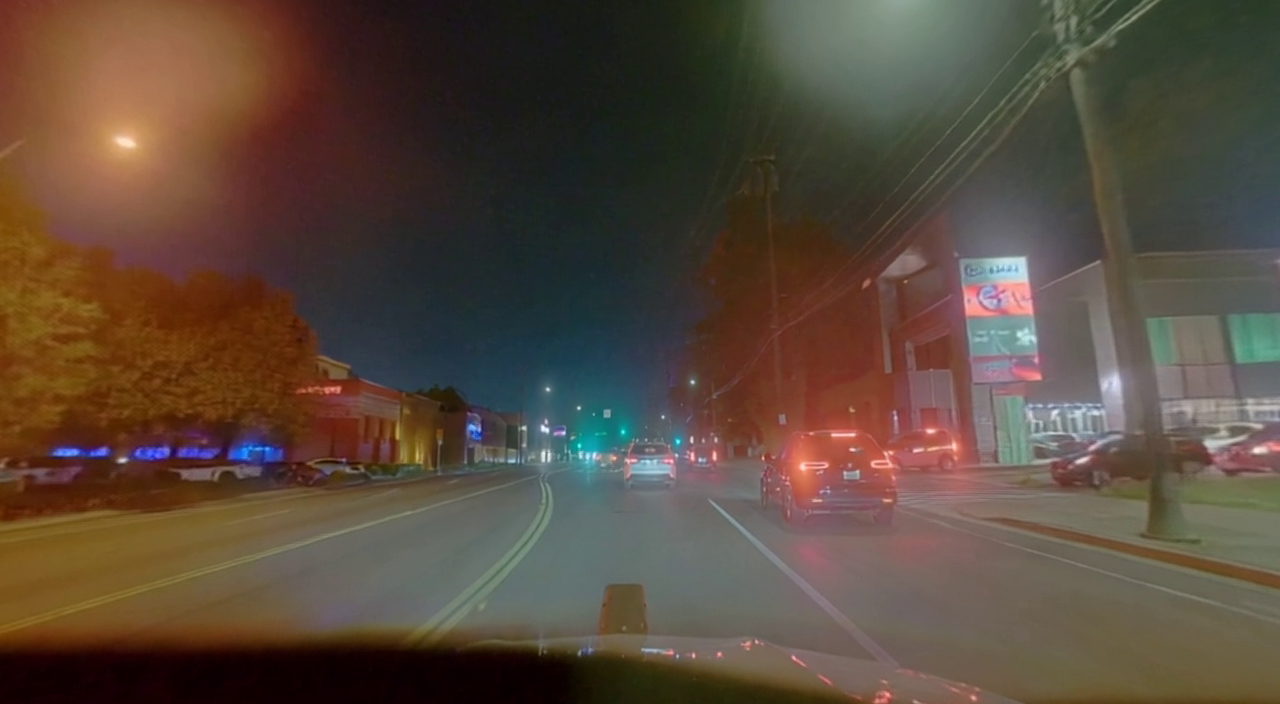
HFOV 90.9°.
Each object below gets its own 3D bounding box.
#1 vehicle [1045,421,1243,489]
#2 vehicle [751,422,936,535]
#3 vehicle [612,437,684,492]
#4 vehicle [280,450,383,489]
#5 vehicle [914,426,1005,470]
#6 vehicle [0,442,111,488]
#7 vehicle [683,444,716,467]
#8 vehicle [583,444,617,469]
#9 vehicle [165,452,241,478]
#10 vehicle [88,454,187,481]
[{"bbox_3d":[13.425,2.777,17.227,1.899,1.602,4.297,-1,-9,2],"label":"vehicle"},{"bbox_3d":[3.536,2.287,12.014,2.024,1.711,4.512,0,-9,0],"label":"vehicle"},{"bbox_3d":[0.268,3.727,21.284,2.200,1.653,4.127,0,-9,1],"label":"vehicle"},{"bbox_3d":[-13.642,5.187,27.810,4.290,1.510,2.006,-8,-11,30],"label":"vehicle"},{"bbox_3d":[14.440,4.369,28.818,2.146,1.837,4.512,-1,-9,6],"label":"vehicle"},{"bbox_3d":[-23.485,4.274,24.037,4.739,1.635,2.030,0,-8,1],"label":"vehicle"},{"bbox_3d":[4.171,7.263,44.438,1.880,1.503,4.130,0,-9,-1],"label":"vehicle"},{"bbox_3d":[-2.638,6.753,40.952,2.104,1.488,4.546,0,-9,-5],"label":"vehicle"},{"bbox_3d":[-30.376,7.817,43.985,1.903,1.649,4.654,0,-9,1],"label":"vehicle"},{"bbox_3d":[-30.412,6.993,38.391,1.951,1.459,4.803,-1,-9,2],"label":"vehicle"}]
